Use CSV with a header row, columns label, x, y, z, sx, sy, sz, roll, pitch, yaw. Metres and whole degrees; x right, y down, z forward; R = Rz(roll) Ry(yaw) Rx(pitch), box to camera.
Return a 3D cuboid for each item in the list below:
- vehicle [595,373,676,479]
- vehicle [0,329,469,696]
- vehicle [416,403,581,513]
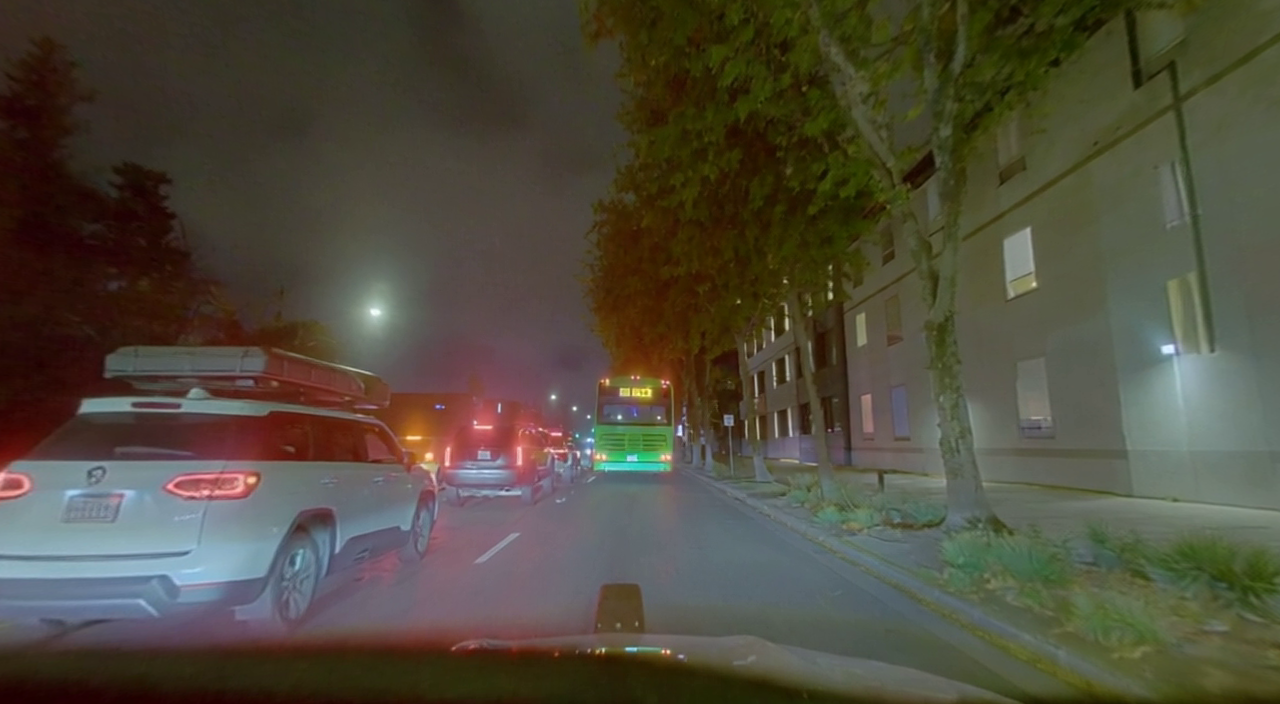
label,x,y,z,sx,sy,sz,roll,pitch,yaw
vehicle,-0.170,3.619,29.327,2.970,3.857,12.200,0,-9,0
vehicle,-3.364,1.190,5.847,2.095,1.892,5.043,0,-9,0
vehicle,-3.051,2.520,15.345,2.546,2.125,5.869,0,-9,1
